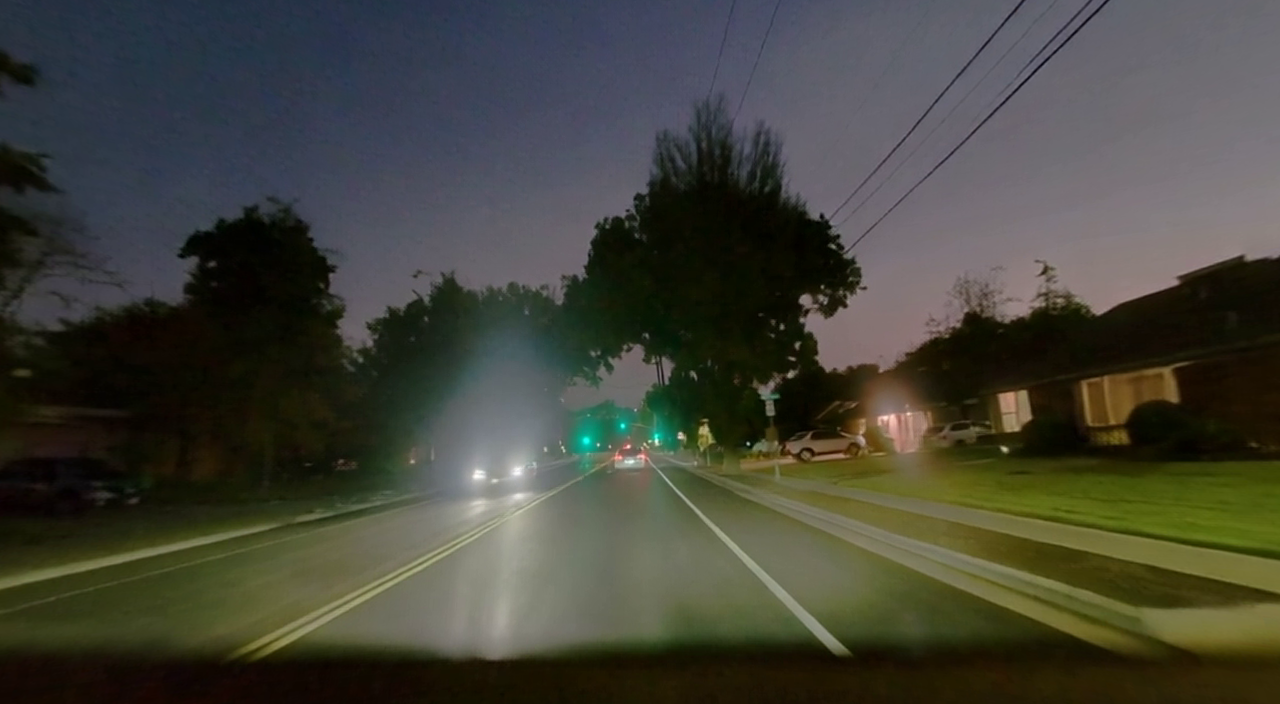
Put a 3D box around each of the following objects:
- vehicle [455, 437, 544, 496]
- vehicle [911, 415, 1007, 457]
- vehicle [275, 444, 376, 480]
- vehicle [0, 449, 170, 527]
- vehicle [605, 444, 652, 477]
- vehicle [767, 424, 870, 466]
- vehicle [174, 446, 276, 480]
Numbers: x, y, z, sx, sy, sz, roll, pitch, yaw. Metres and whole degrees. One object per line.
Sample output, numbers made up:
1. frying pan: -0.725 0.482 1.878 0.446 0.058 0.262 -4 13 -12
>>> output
1. vehicle: -5.123 4.214 23.719 2.256 1.838 4.613 -3 -9 0
2. vehicle: 15.299 3.996 30.266 4.462 1.699 2.145 2 -8 -36
3. vehicle: -17.383 6.091 35.121 4.463 1.917 1.970 1 -9 -5
4. vehicle: -14.857 3.311 15.744 4.608 1.743 2.222 -1 -9 6
5. vehicle: -0.553 5.210 30.657 2.098 1.483 4.099 0 -9 -1
6. vehicle: 9.217 4.853 32.892 4.634 1.723 1.966 -4 -8 -3
7. vehicle: -22.861 6.121 34.911 4.181 1.784 1.907 0 -10 -1
